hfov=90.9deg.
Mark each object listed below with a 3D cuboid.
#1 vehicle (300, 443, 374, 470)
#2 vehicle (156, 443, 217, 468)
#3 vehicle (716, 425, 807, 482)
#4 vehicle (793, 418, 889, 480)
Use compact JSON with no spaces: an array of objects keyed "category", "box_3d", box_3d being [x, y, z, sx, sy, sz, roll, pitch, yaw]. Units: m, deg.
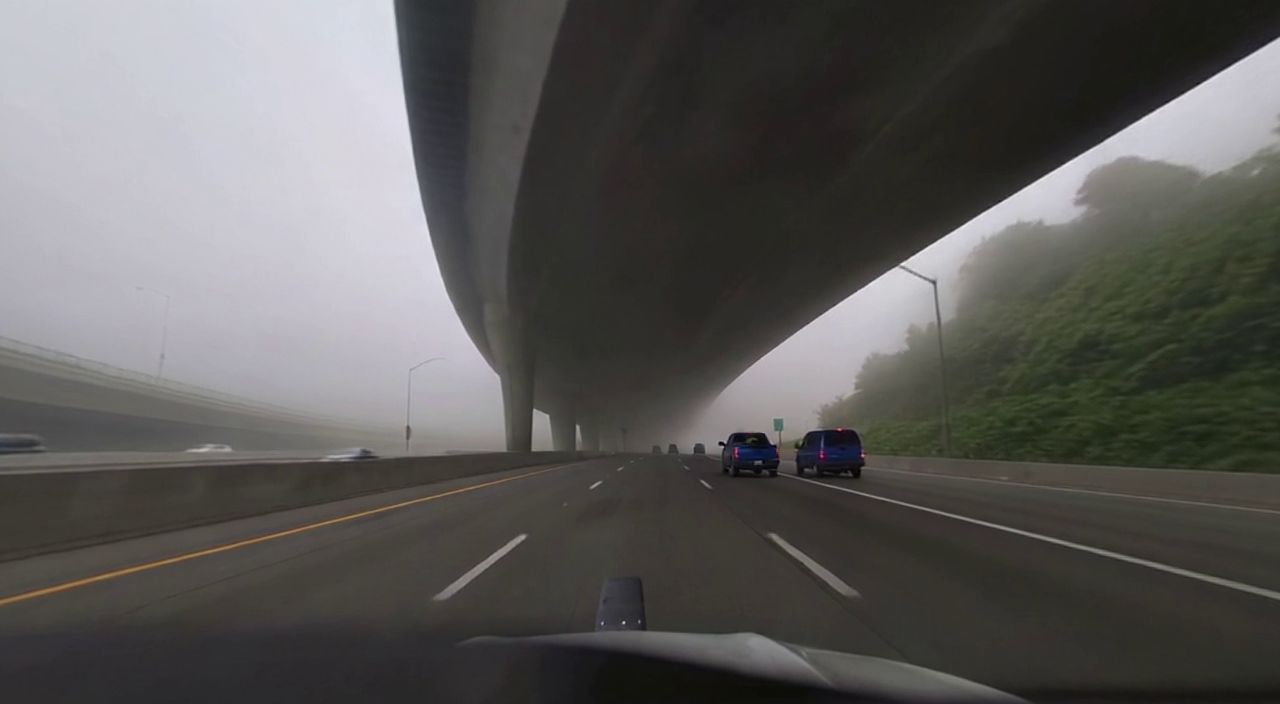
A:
[{"category":"vehicle","box_3d":[-17.811,6.146,37.333,1.868,1.445,4.740,0,-9,2]},{"category":"vehicle","box_3d":[-32.731,7.440,45.718,2.095,1.686,4.669,2,-9,-17]},{"category":"vehicle","box_3d":[4.648,4.005,25.137,2.505,2.020,5.532,0,-9,0]},{"category":"vehicle","box_3d":[8.228,4.085,26.542,2.229,2.317,5.399,0,-9,0]}]
